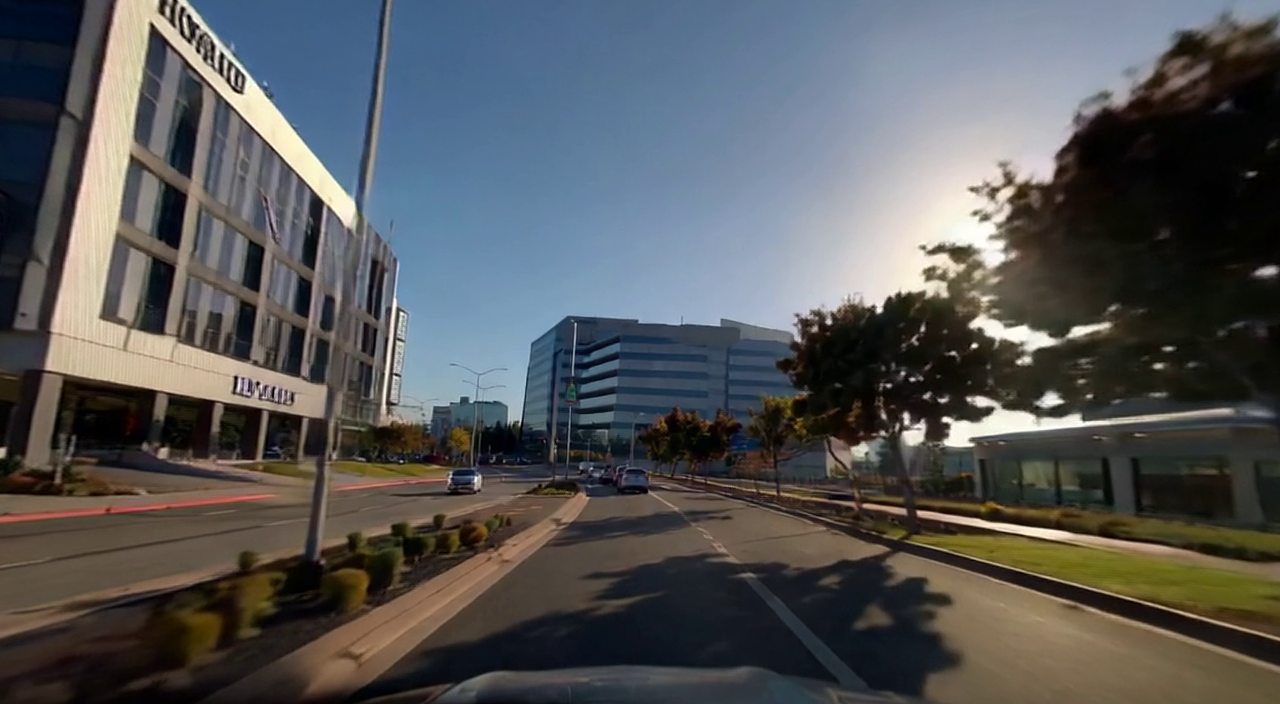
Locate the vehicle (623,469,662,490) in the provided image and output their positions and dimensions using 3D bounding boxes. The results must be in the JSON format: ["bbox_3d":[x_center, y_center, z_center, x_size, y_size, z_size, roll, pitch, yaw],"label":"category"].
[{"bbox_3d":[0.114,7.609,37.526,1.775,1.186,2.933,3,-10,-11],"label":"vehicle"}]

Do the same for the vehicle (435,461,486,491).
[{"bbox_3d":[-9.799,6.803,34.602,1.916,1.516,3.970,2,-10,-5],"label":"vehicle"}]
